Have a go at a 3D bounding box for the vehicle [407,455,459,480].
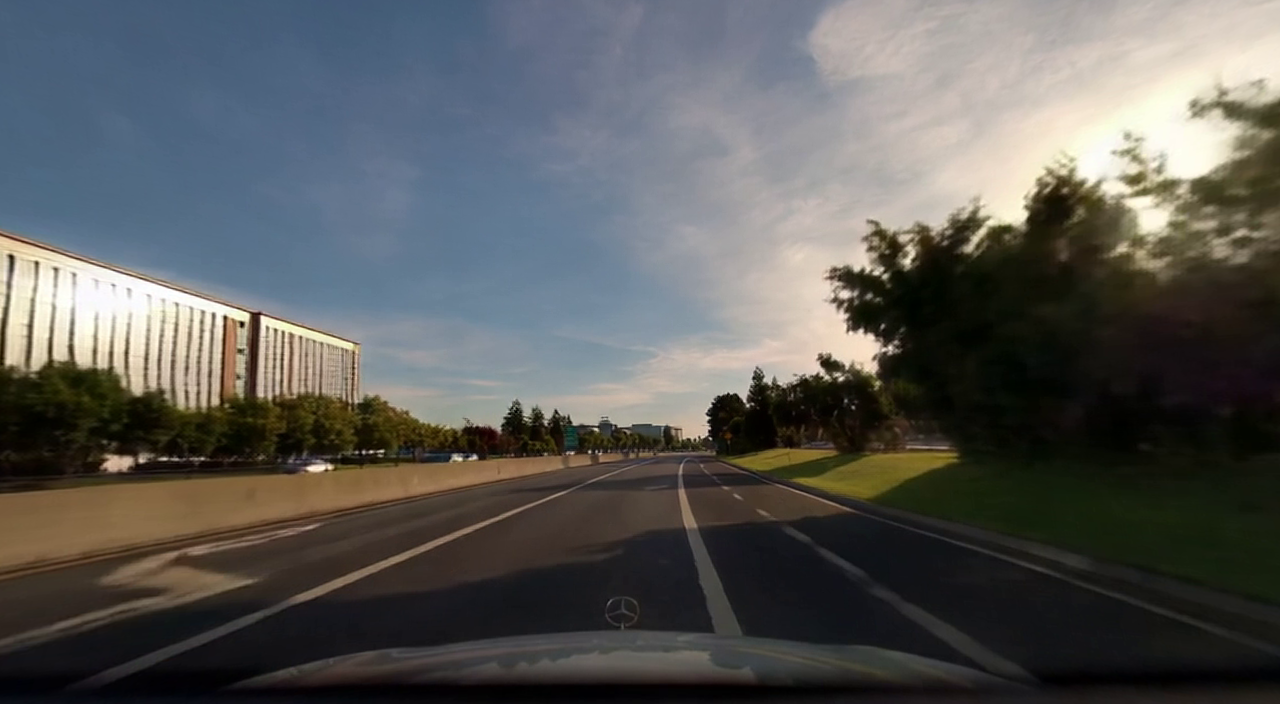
[{"bbox_3d":[-12.791,7.160,39.207,1.748,1.438,3.656,-1,-9,4],"label":"vehicle"}]
